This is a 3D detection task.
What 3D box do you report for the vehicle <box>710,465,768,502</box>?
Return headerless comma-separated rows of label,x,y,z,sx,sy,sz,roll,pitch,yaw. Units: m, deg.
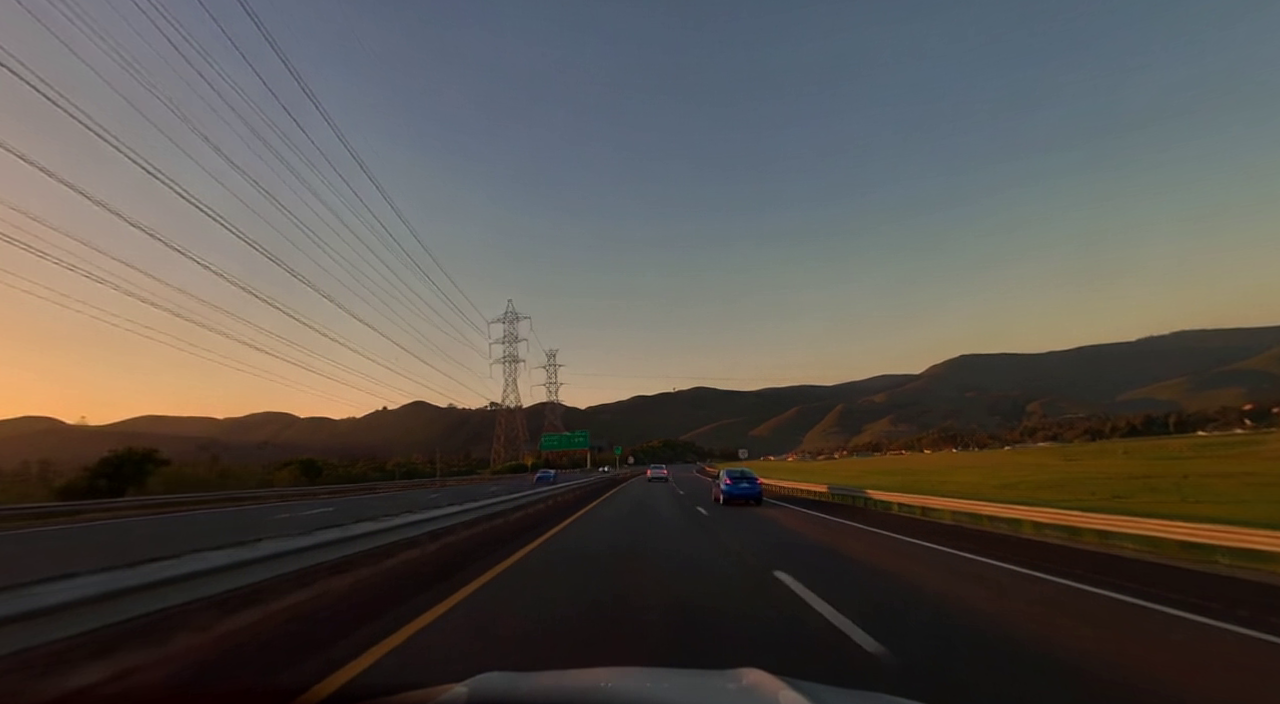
vehicle,4.500,6.042,29.122,1.985,1.521,3.904,1,-10,-1
